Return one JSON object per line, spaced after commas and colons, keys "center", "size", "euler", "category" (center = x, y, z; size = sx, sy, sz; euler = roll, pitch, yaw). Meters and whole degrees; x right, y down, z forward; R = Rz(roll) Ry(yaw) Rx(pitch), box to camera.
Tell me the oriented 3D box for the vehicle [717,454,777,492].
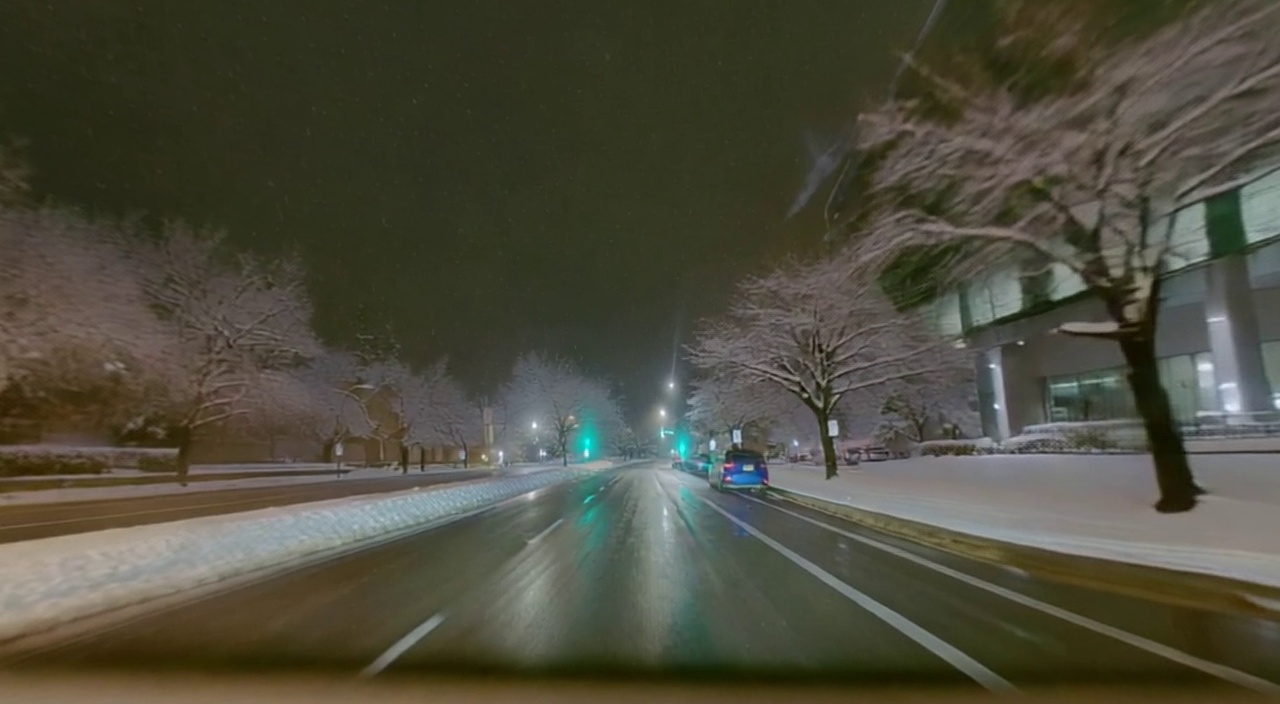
{"center": [4.757, 5.422, 28.652], "size": [1.909, 1.503, 4.368], "euler": [0, -8, 0], "category": "vehicle"}
